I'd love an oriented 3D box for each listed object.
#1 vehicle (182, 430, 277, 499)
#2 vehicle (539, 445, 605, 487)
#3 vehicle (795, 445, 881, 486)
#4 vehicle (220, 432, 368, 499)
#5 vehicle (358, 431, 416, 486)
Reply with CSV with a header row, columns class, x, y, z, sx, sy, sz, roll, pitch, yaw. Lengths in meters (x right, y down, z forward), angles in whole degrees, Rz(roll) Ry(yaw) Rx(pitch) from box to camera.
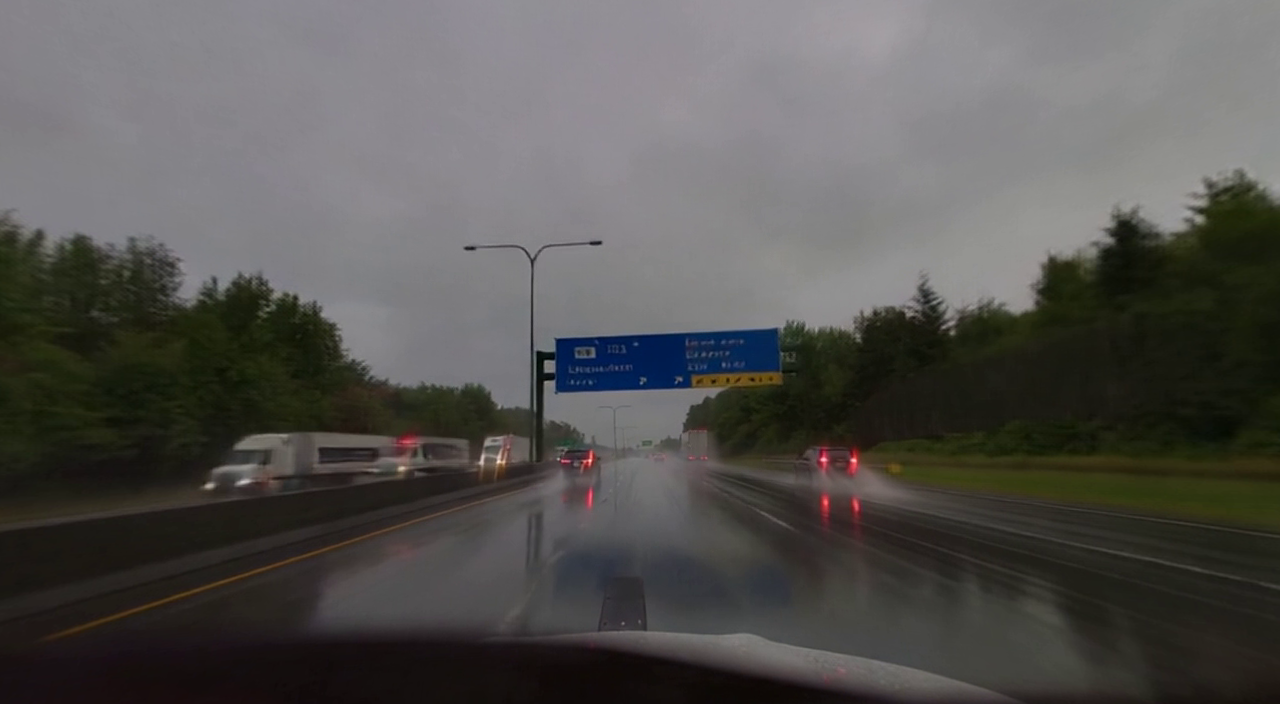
class,x,y,z,sx,sy,sz,roll,pitch,yaw
vehicle,-22.470,6.147,34.694,2.913,3.587,3.098,0,-9,0
vehicle,-2.669,4.625,25.863,2.191,1.563,4.318,0,-9,1
vehicle,7.795,4.505,25.312,1.943,1.493,4.507,0,-9,-1
vehicle,-22.498,7.456,42.333,2.772,3.782,12.488,0,-9,0
vehicle,-18.585,7.822,46.428,2.772,3.823,3.192,0,-9,0
